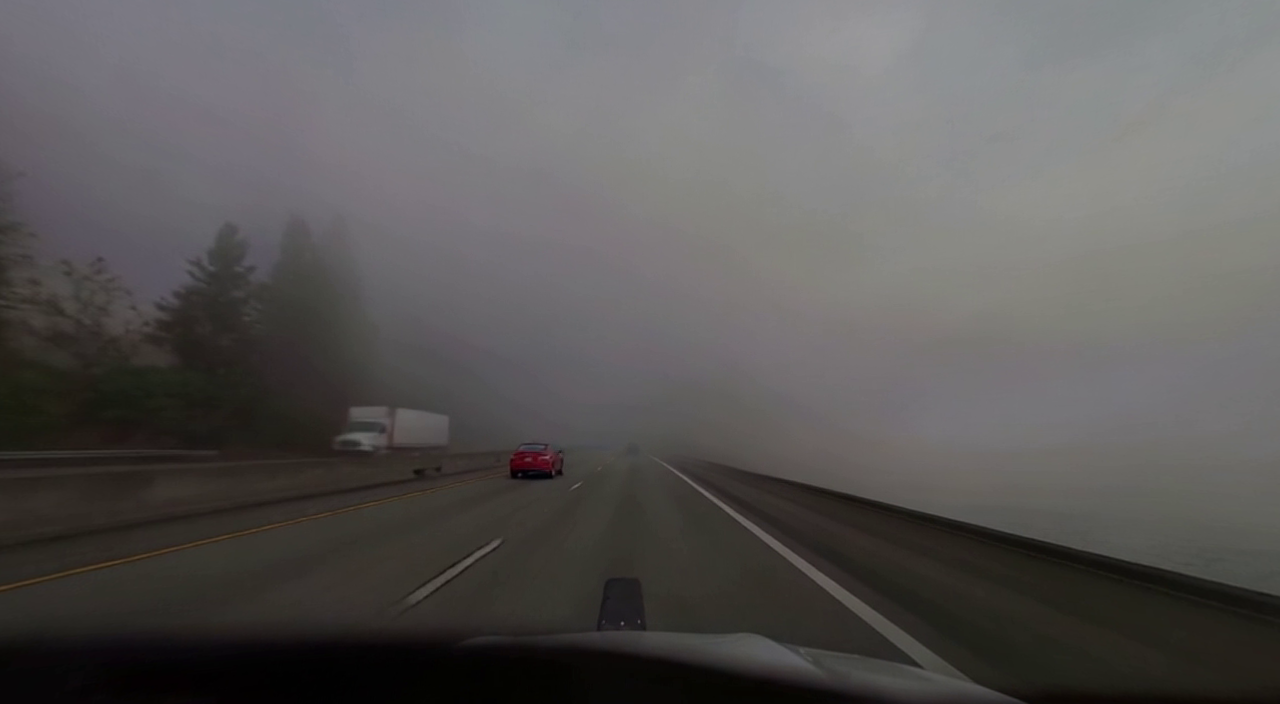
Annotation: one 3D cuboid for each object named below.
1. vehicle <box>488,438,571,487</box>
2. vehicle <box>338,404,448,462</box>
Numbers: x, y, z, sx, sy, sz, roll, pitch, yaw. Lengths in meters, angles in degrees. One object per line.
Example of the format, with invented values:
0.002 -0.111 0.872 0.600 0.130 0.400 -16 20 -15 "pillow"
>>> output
-3.863 3.967 22.937 2.083 1.560 4.713 0 -9 1 "vehicle"
-17.690 6.191 46.781 2.973 3.650 13.844 0 -9 -2 "vehicle"
